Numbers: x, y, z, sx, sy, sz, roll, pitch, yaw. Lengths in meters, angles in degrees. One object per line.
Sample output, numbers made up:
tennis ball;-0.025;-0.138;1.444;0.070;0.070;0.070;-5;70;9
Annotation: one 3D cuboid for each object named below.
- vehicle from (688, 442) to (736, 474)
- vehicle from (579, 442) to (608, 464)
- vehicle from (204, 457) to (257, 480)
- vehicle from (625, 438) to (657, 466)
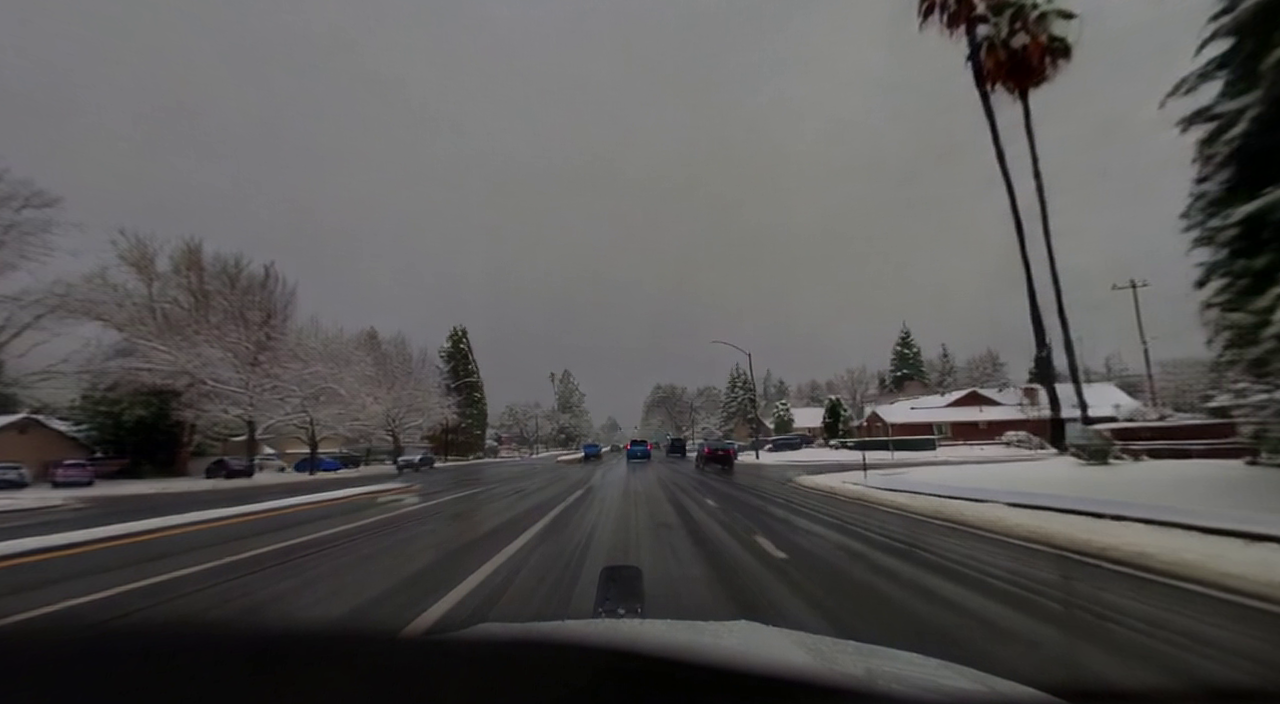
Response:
vehicle;3.482;5.172;31.189;1.830;1.451;4.009;0;-8;-1
vehicle;-3.597;7.861;49.248;2.000;1.569;3.794;0;-8;0
vehicle;-29.179;8.258;44.967;4.771;1.479;1.888;-8;-11;42
vehicle;0.053;6.800;43.084;2.043;1.734;4.253;0;-8;-1
